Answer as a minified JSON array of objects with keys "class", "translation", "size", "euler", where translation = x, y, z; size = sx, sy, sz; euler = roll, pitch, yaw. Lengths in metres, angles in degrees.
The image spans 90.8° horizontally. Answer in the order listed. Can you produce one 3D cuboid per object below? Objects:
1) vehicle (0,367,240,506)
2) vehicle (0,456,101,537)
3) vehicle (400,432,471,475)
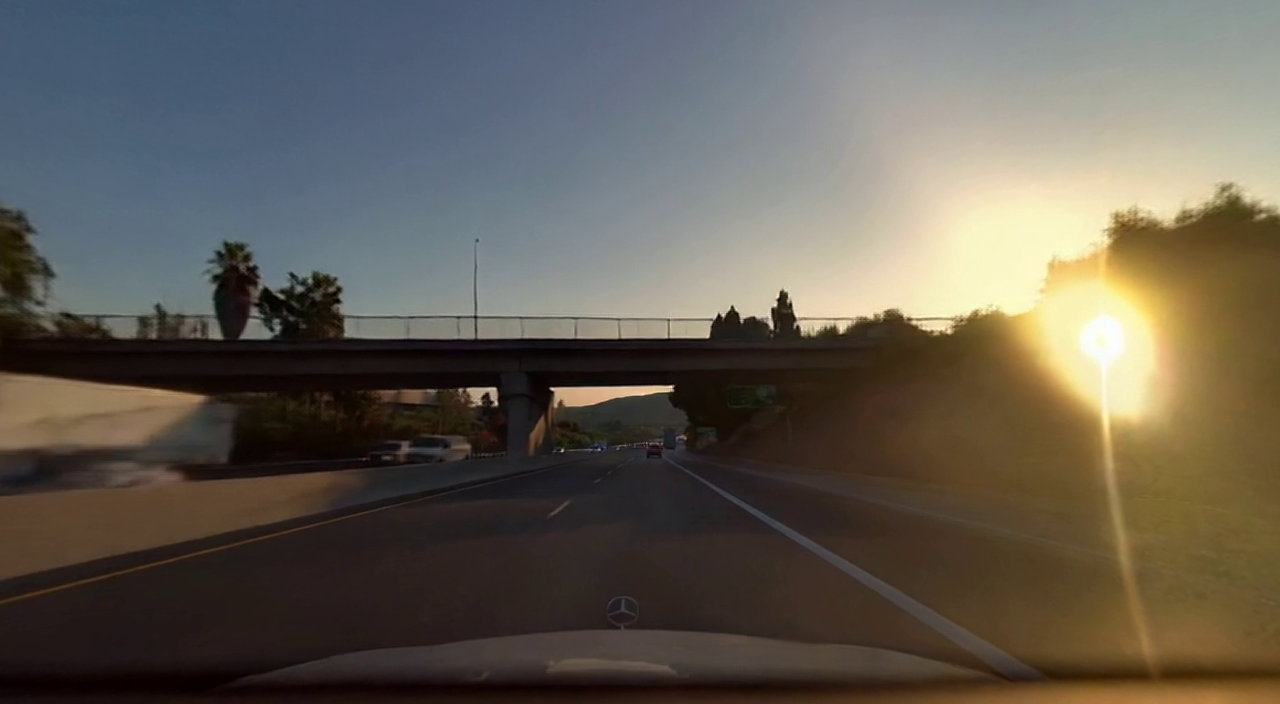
[{"class":"vehicle","translation":[-20.320,3.059,22.202],"size":[2.930,4.046,14.334],"euler":[0,-9,1]},{"class":"vehicle","translation":[-12.817,2.687,11.709],"size":[1.897,1.461,4.172],"euler":[0,-9,0]},{"class":"vehicle","translation":[-13.244,6.641,41.426],"size":[2.269,2.531,6.872],"euler":[0,-9,1]}]
